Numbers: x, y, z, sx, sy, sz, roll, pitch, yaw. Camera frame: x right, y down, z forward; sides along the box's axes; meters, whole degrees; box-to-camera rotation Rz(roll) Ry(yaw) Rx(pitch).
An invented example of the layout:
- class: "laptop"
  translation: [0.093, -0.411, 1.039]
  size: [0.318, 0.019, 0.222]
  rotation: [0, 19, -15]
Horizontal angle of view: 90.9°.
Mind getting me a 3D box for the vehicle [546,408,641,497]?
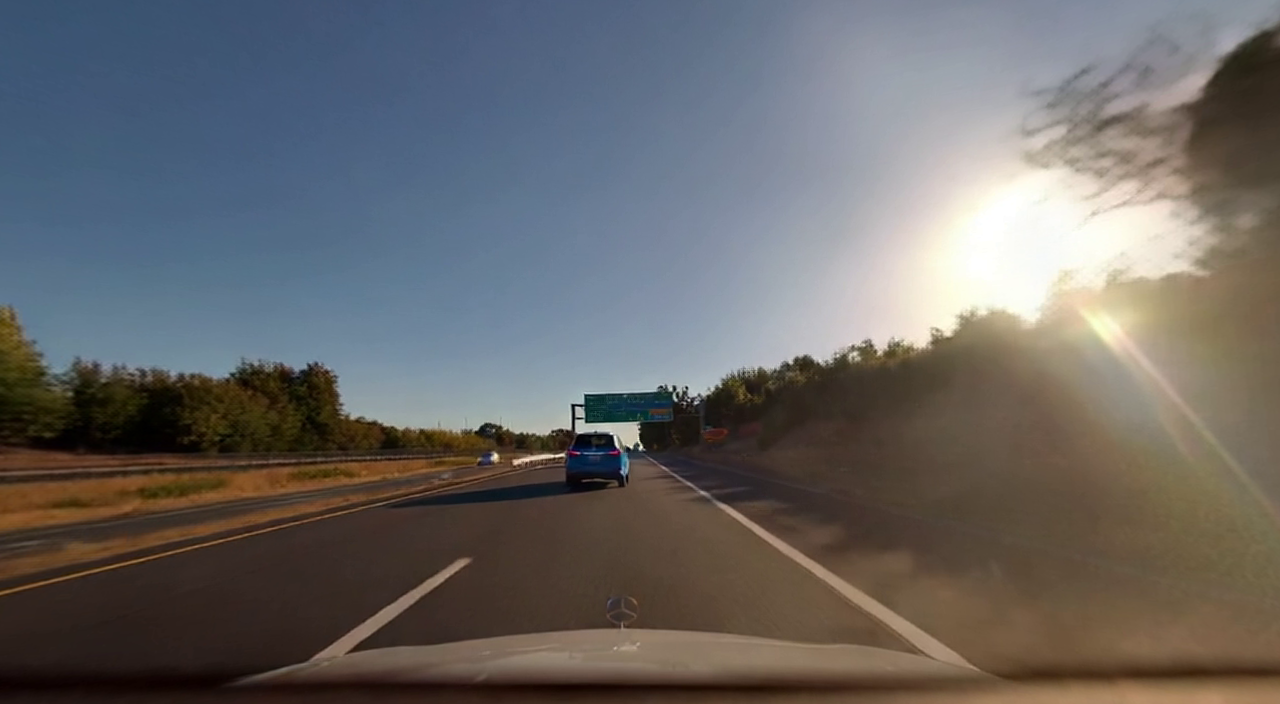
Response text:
- class: "vehicle"
  translation: [-1.125, 2.797, 17.850]
  size: [2.248, 2.154, 4.892]
  rotation: [0, -8, 1]
